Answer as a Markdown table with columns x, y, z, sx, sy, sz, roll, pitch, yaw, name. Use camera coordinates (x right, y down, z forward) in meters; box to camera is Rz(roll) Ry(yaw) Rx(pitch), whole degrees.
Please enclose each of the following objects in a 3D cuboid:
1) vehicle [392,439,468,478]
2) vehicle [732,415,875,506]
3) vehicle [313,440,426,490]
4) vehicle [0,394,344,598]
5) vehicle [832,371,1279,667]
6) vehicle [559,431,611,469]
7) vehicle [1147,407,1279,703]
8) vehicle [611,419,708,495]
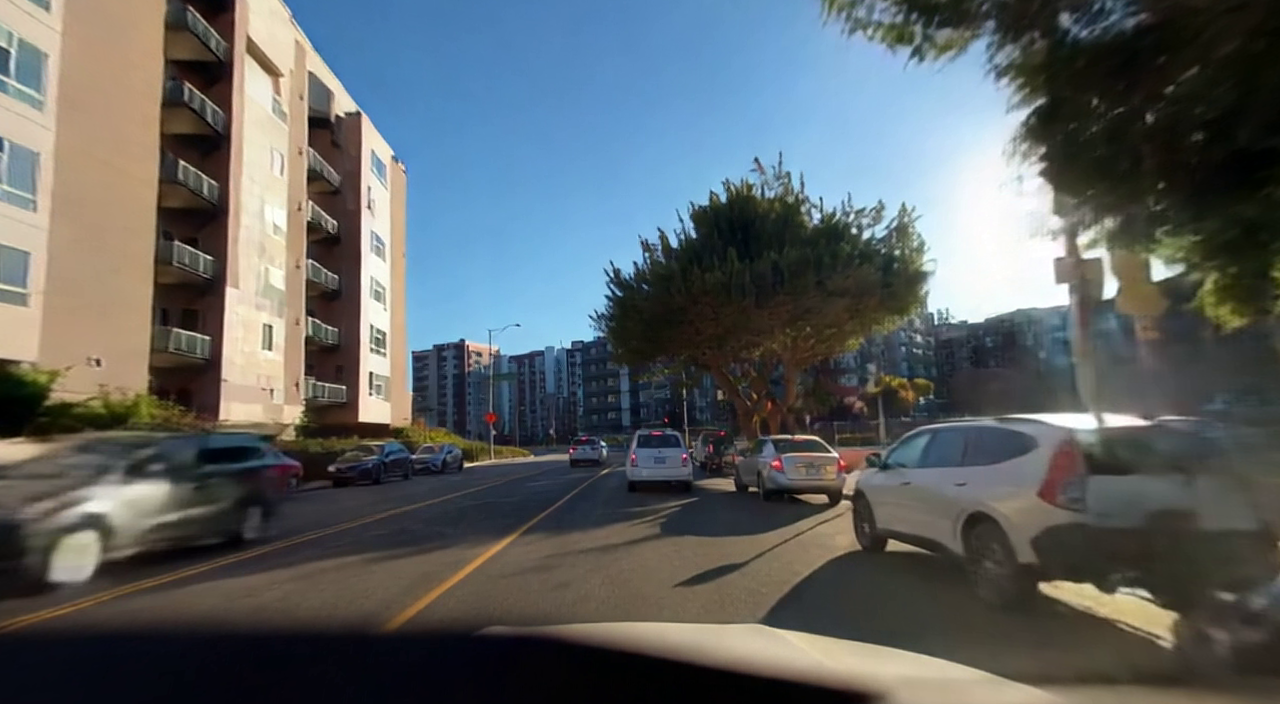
| x | y | z | sx | sy | sz | roll | pitch | yaw | name |
| --- | --- | --- | --- | --- | --- | --- | --- | --- | --- |
| -9.279 | 4.739 | 28.255 | 1.955 | 1.555 | 4.424 | 0 | -9 | -1 | vehicle |
| 3.675 | 2.564 | 15.214 | 2.158 | 1.828 | 4.573 | 0 | -9 | -1 | vehicle |
| -9.309 | 3.915 | 22.173 | 2.002 | 1.546 | 4.339 | 0 | -9 | 1 | vehicle |
| -6.225 | 1.675 | 8.202 | 2.345 | 1.831 | 4.828 | 0 | -9 | 0 | vehicle |
| 3.673 | 1.328 | 6.117 | 2.076 | 1.722 | 4.721 | 0 | -9 | -1 | vehicle |
| -2.649 | 4.850 | 31.315 | 2.219 | 1.746 | 4.197 | 0 | -9 | 0 | vehicle |
| 3.548 | 0.709 | 0.897 | 2.033 | 1.470 | 4.502 | -1 | -9 | 3 | vehicle |
| 0.486 | 2.767 | 16.791 | 2.261 | 1.740 | 4.065 | 0 | -9 | 1 | vehicle |
